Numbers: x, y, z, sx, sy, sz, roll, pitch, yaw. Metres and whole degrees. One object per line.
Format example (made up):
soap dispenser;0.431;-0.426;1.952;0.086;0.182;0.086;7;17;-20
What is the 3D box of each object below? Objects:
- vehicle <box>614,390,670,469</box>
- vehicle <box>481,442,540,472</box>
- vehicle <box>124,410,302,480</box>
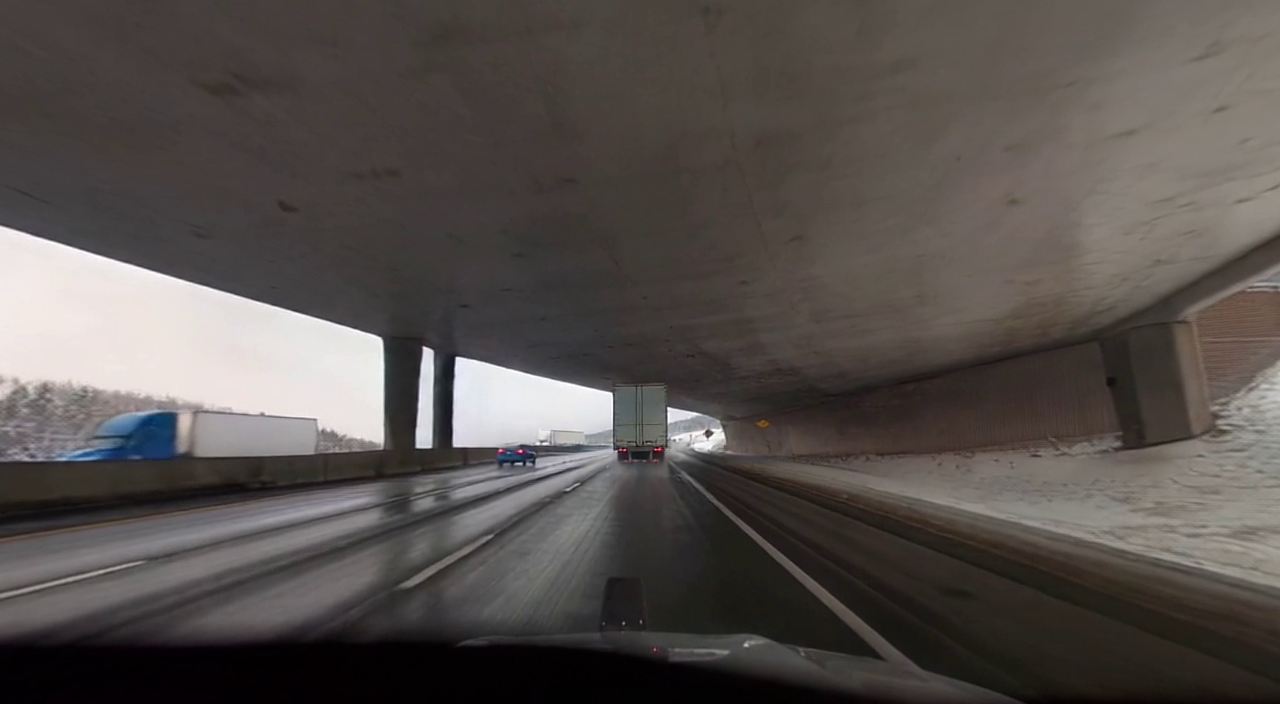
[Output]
vehicle;0.103;4.816;38.082;2.866;4.014;11.261;0;-8;0
vehicle;-6.860;5.609;33.933;2.078;1.496;4.563;0;-8;1
vehicle;-25.941;5.834;39.472;2.971;3.747;10.999;-1;-9;3
